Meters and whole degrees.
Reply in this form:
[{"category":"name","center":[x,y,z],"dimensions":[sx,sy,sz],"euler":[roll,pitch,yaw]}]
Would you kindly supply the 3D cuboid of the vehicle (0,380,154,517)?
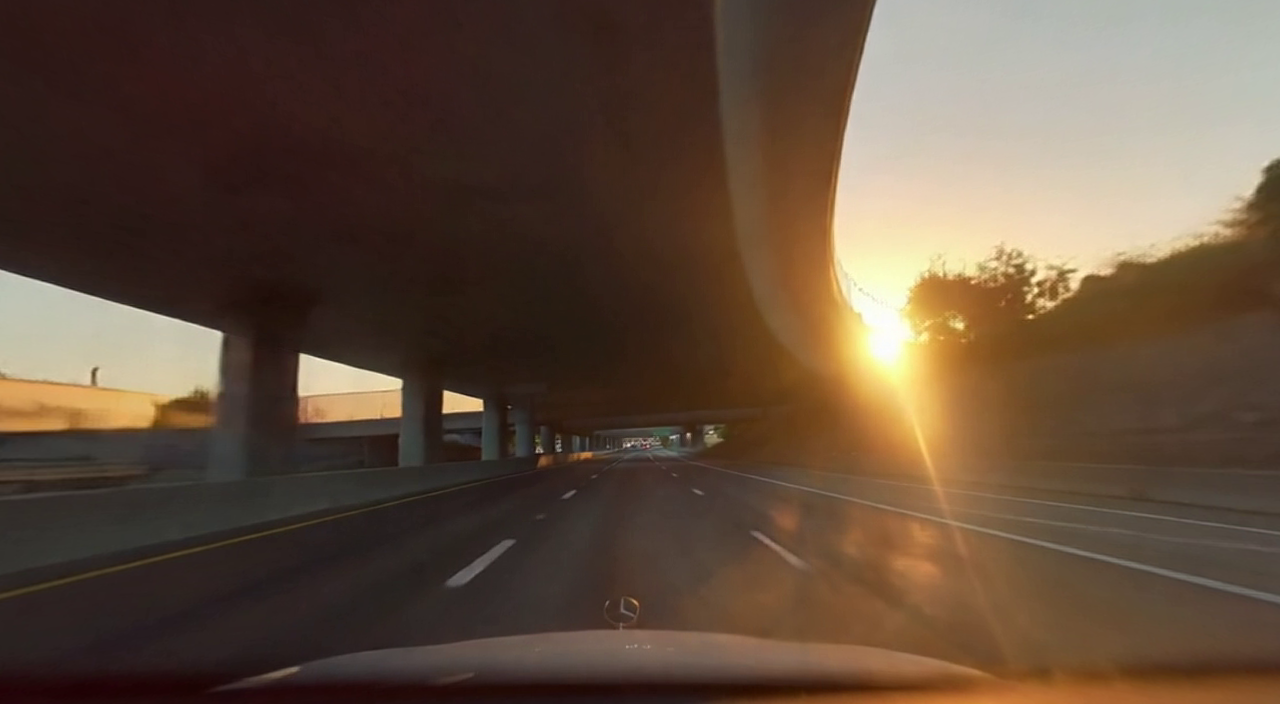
[{"category":"vehicle","center":[-20.546,2.665,17.330],"dimensions":[2.892,4.072,14.532],"euler":[0,-9,-1]}]
